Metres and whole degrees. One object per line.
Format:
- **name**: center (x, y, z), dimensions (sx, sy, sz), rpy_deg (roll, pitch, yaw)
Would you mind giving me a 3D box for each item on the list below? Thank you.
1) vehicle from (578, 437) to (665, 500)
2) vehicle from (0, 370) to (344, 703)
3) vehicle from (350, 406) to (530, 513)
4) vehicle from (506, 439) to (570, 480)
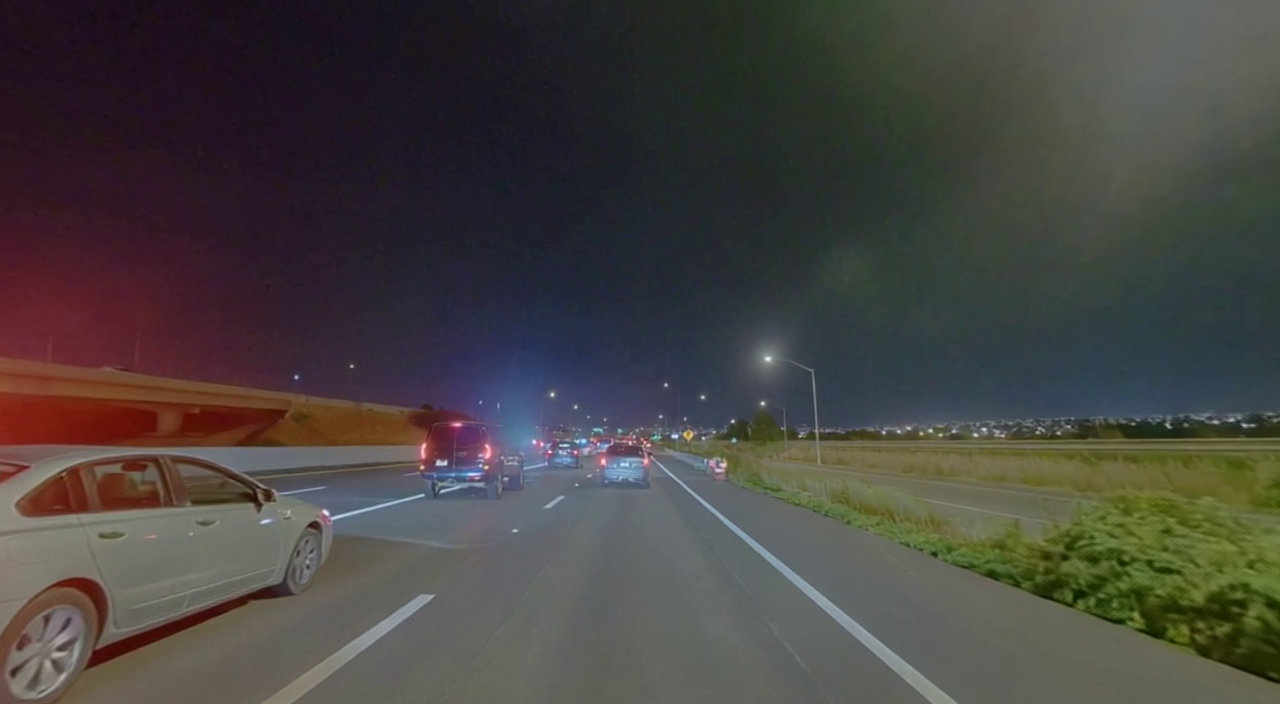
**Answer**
- **vehicle**: center (-0.463, 3.080, 17.126), dimensions (2.069, 1.484, 3.918), rpy_deg (0, -9, -1)
- **vehicle**: center (-3.779, 1.010, 3.531), dimensions (2.041, 1.604, 4.384), rpy_deg (0, -9, 1)
- **vehicle**: center (-4.279, 2.458, 14.857), dimensions (2.324, 2.012, 5.740), rpy_deg (0, -9, 0)
- **vehicle**: center (-3.931, 4.214, 24.988), dimensions (1.824, 1.459, 4.007), rpy_deg (0, -9, 0)
